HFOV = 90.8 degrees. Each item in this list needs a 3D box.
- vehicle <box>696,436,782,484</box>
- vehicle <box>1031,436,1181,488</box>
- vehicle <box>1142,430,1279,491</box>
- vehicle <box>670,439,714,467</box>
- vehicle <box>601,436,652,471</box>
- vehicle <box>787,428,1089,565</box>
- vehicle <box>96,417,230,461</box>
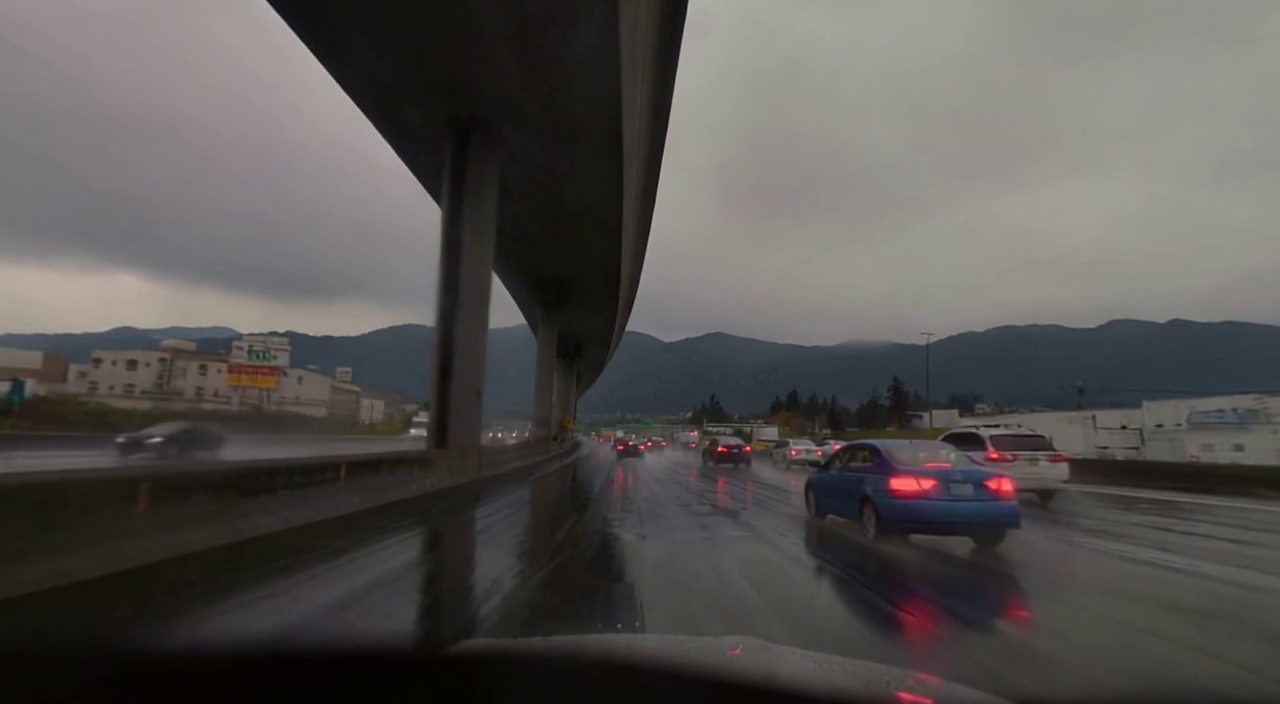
[{"bbox_3d":[3.337,3.745,22.272,2.057,1.517,4.538,0,-8,-3],"label":"vehicle"},{"bbox_3d":[14.323,3.385,19.706,1.825,1.458,3.612,0,-8,-2],"label":"vehicle"},{"bbox_3d":[17.873,3.177,18.858,2.026,1.609,4.419,0,-8,-2],"label":"vehicle"},{"bbox_3d":[2.920,5.821,36.689,1.905,1.491,4.468,0,-8,-4],"label":"vehicle"},{"bbox_3d":[-0.734,4.806,30.062,2.266,1.549,3.978,0,-8,-3],"label":"vehicle"},{"bbox_3d":[3.820,1.927,9.364,1.923,1.462,4.895,0,-8,-2],"label":"vehicle"},{"bbox_3d":[-19.303,3.579,25.862,1.965,1.627,4.533,0,-8,-1],"label":"vehicle"}]
